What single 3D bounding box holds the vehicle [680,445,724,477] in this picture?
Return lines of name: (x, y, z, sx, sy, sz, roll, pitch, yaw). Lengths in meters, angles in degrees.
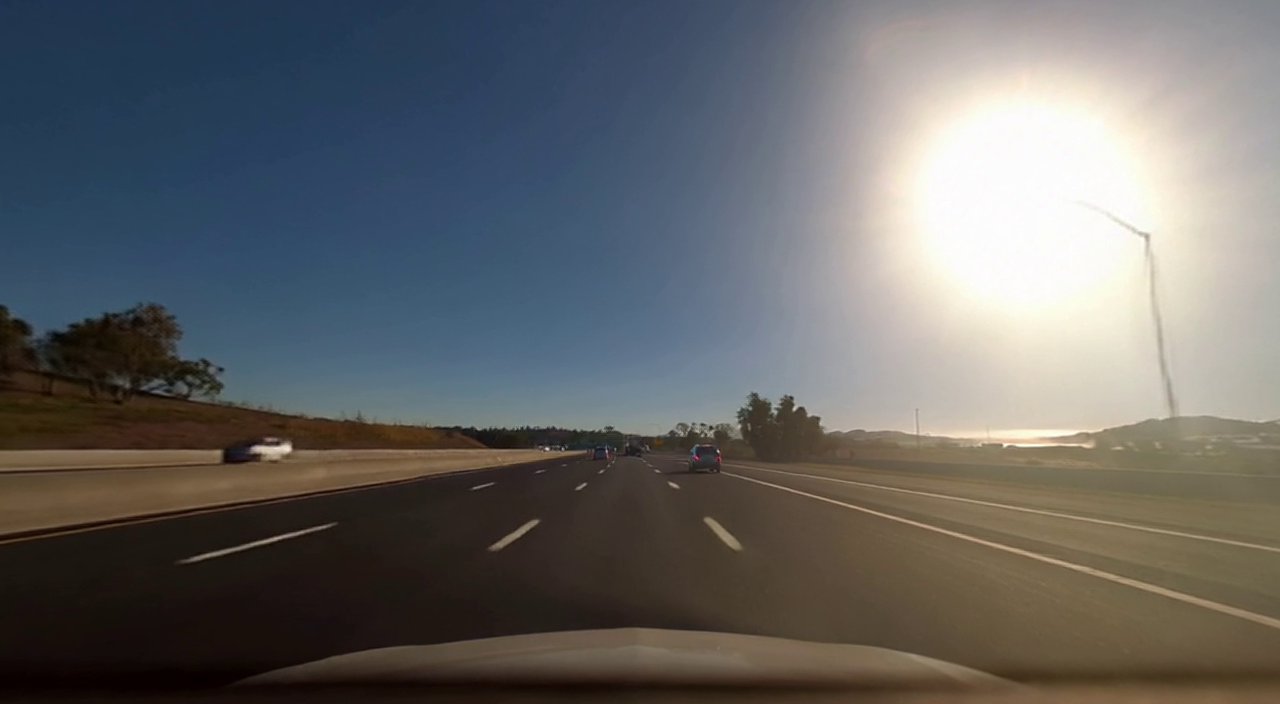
vehicle: (3.245, 5.760, 33.395, 1.895, 1.555, 4.030, 0, -9, 0)
